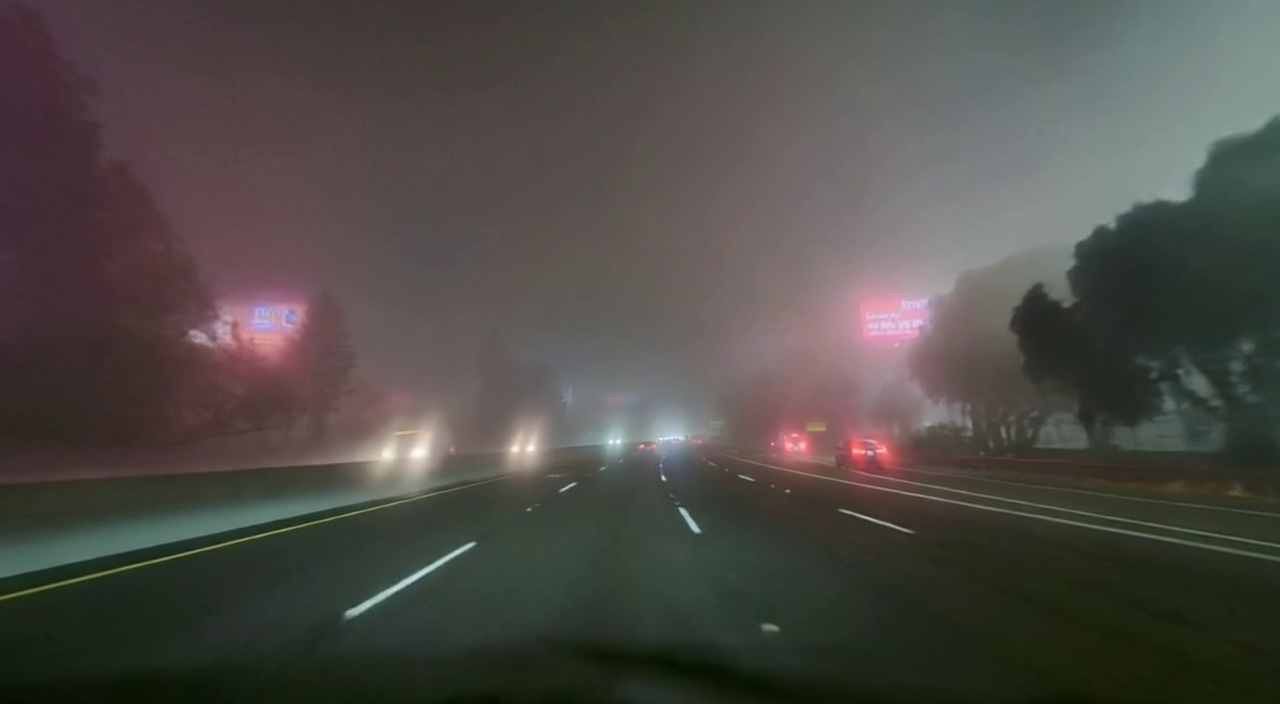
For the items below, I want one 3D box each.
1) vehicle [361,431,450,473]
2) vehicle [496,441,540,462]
[{"bbox_3d":[-11.594,5.006,31.809,2.196,1.925,5.563,-1,-8,2],"label":"vehicle"},{"bbox_3d":[-9.038,7.439,47.248,2.327,1.492,4.540,0,-8,1],"label":"vehicle"}]
